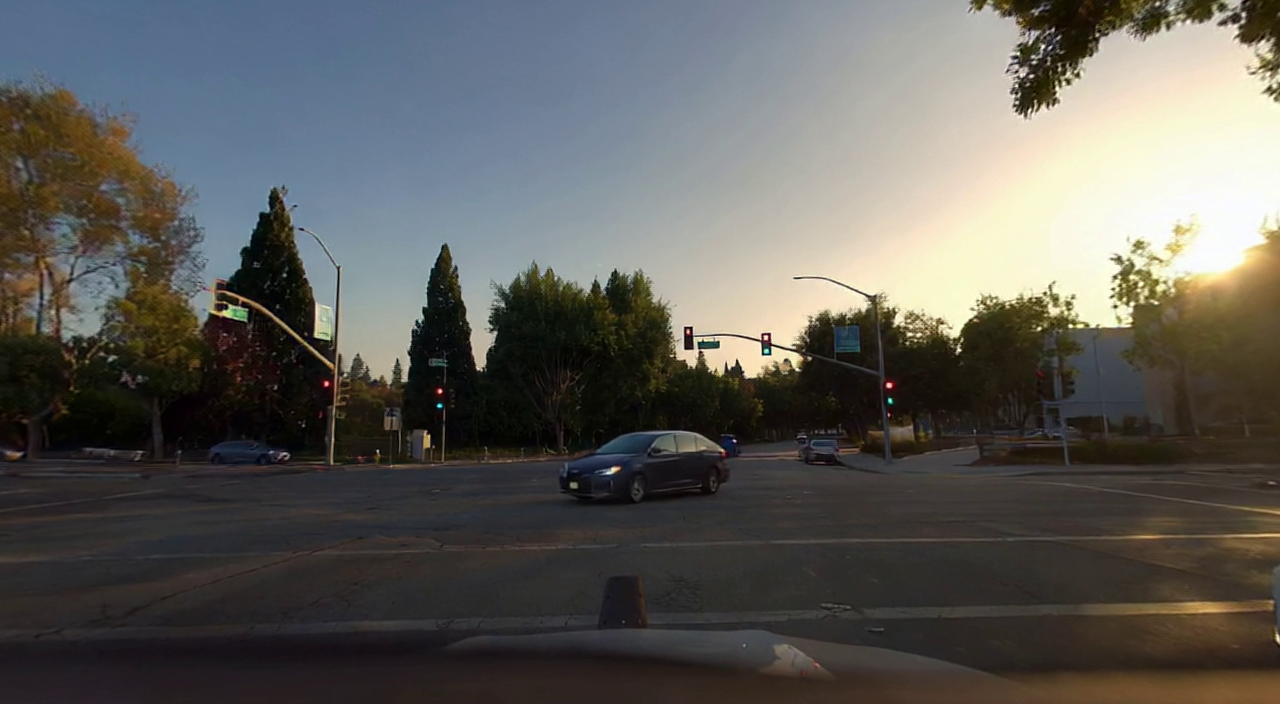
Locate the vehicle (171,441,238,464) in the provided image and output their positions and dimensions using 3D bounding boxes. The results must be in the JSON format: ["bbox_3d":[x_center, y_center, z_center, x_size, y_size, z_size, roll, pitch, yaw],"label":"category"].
[{"bbox_3d":[-29.096,6.701,42.052,1.696,1.431,3.686,-1,-8,3],"label":"vehicle"}]

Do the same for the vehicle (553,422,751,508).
[{"bbox_3d":[0.411,2.672,15.310,4.580,1.768,2.134,7,-11,-42],"label":"vehicle"}]
